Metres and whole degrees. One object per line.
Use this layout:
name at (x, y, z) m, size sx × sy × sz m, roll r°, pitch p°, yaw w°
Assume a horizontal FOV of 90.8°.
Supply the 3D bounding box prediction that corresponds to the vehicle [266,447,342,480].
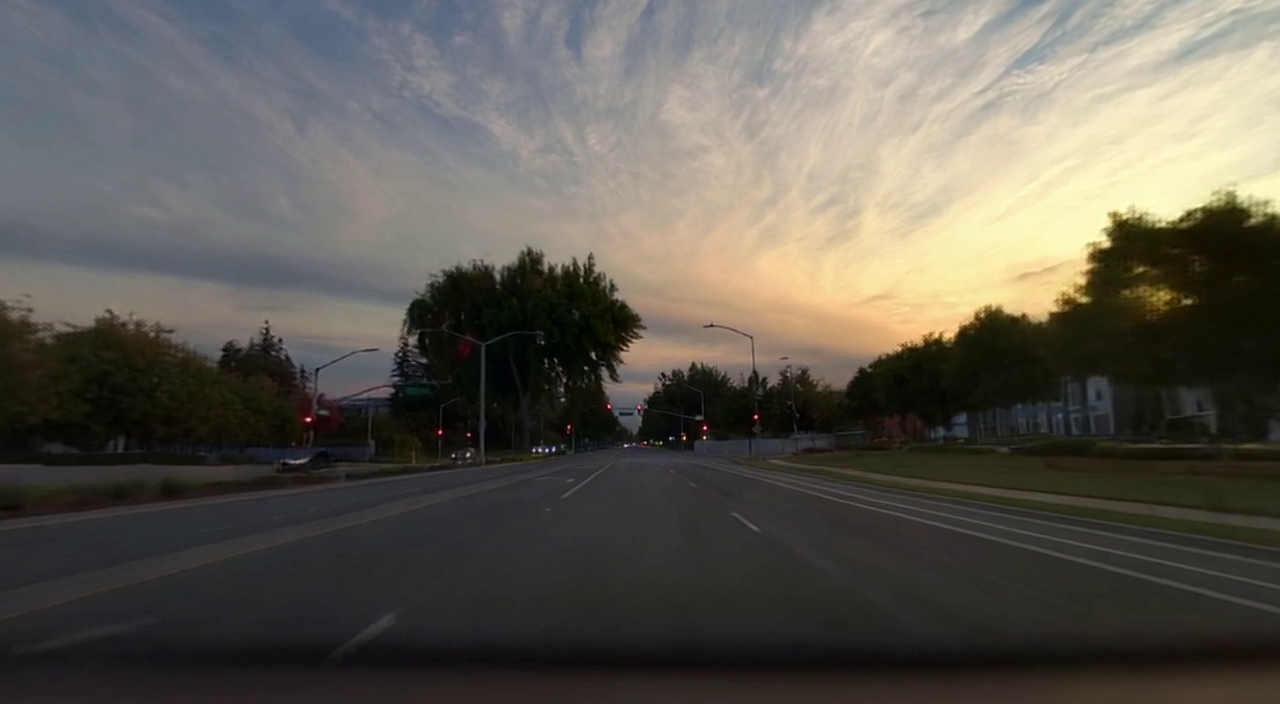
vehicle at (-18.187, 6.037, 34.399) m, size 1.853 × 1.646 × 4.112 m, roll 0°, pitch -9°, yaw 0°
